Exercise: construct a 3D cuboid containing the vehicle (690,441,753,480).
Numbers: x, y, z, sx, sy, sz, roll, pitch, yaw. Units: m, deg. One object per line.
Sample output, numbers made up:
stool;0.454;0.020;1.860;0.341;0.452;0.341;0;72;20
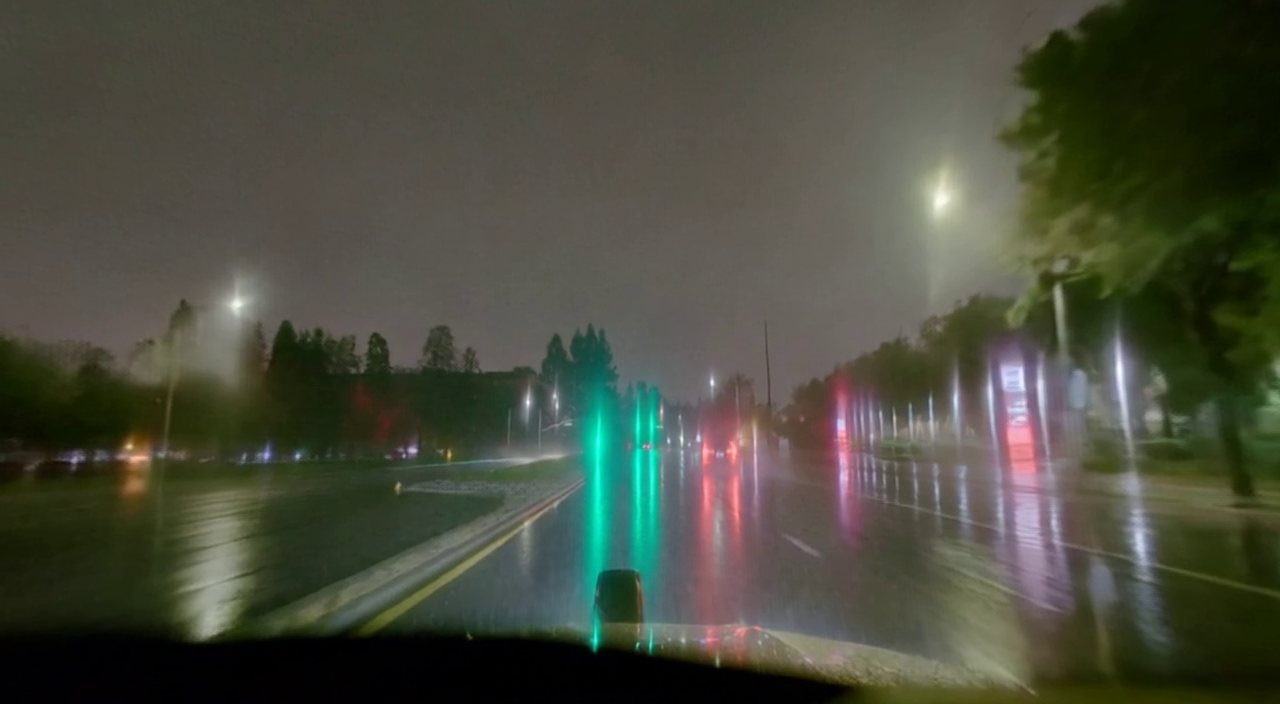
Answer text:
vehicle;3.378;4.600;27.039;1.948;1.479;4.620;0;-9;-1
